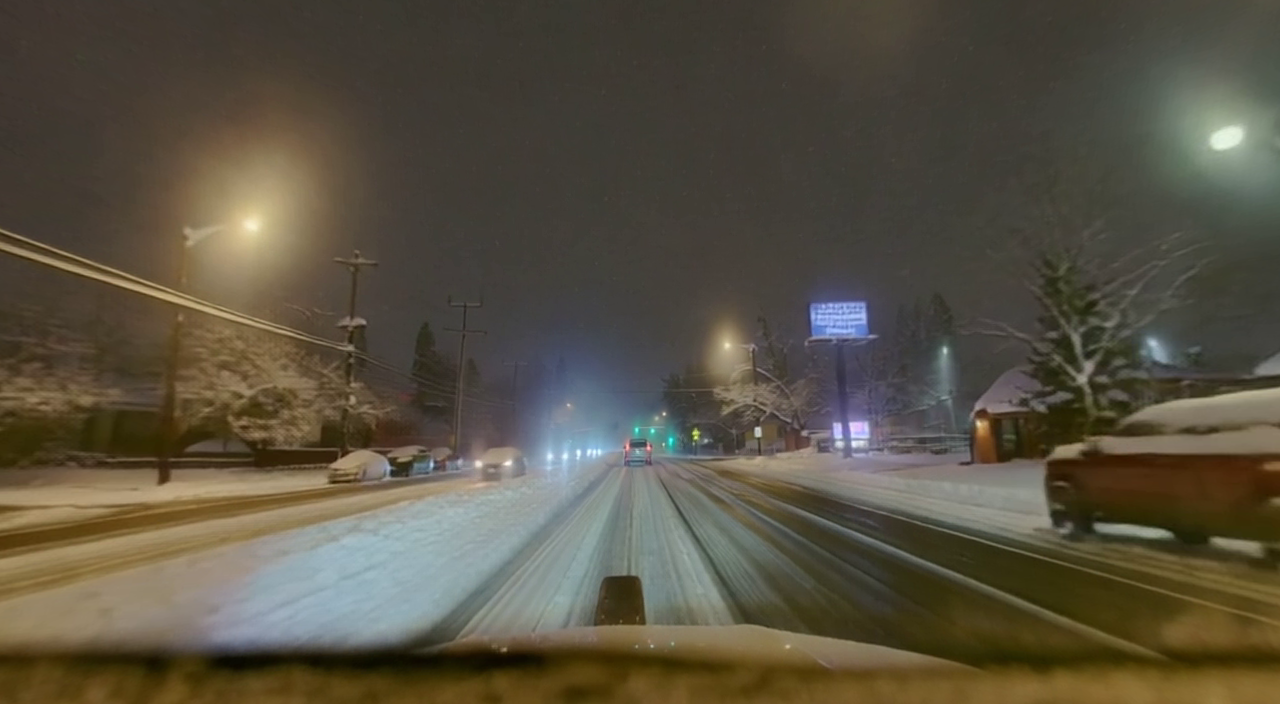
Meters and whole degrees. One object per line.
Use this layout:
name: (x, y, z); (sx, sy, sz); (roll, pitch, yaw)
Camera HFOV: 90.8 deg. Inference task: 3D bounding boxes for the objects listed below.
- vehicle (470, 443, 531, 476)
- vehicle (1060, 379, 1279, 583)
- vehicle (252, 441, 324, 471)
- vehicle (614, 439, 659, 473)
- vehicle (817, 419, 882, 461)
vehicle: (-6.653, 5.150, 30.528); (1.930, 1.450, 4.234); (0, -8, 1)
vehicle: (7.689, 1.401, 7.025); (2.257, 2.072, 5.376); (0, -8, -1)
vehicle: (-20.956, 6.185, 37.851); (1.911, 1.663, 4.115); (0, -8, 0)
vehicle: (-0.173, 5.109, 31.407); (2.067, 1.547, 4.513); (0, -8, -1)
vehicle: (13.870, 5.912, 42.326); (2.449, 2.564, 5.877); (0, -9, 2)
